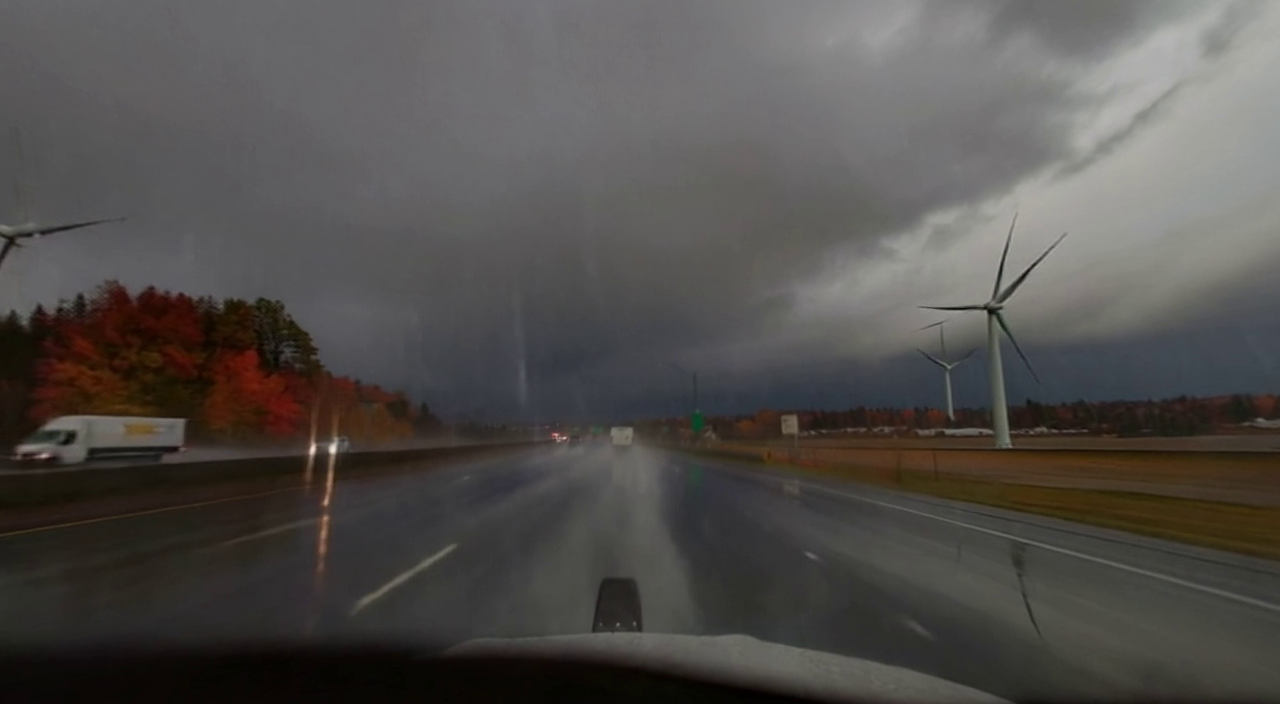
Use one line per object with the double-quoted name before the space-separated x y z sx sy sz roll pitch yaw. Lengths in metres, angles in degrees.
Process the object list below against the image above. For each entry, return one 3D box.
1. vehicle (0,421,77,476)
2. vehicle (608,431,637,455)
"vehicle" -42.633 6.636 43.634 2.964 3.572 4.102 0 -7 0
"vehicle" -1.359 7.200 49.820 2.213 1.774 4.563 0 -8 -1
